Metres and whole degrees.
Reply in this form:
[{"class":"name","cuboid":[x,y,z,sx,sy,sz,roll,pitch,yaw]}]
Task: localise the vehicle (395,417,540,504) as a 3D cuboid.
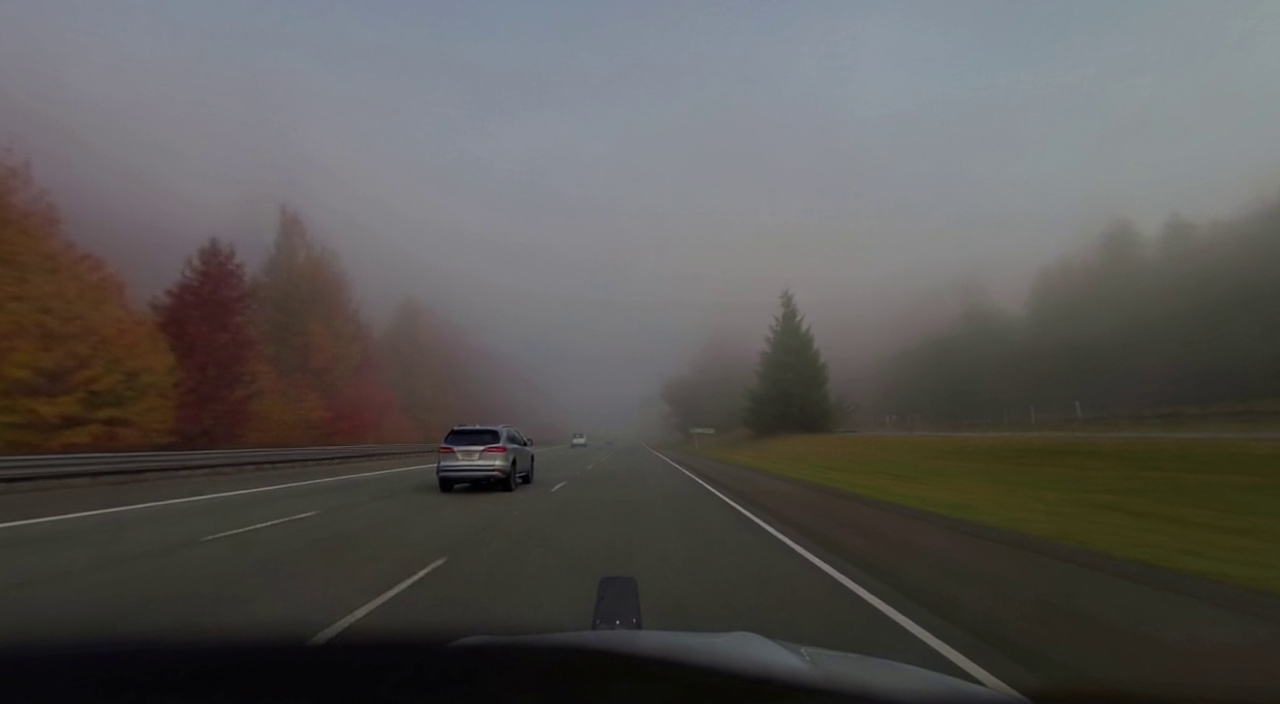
[{"class":"vehicle","cuboid":[-3.707,2.416,14.514,2.057,1.666,4.552,0,-8,0]}]
